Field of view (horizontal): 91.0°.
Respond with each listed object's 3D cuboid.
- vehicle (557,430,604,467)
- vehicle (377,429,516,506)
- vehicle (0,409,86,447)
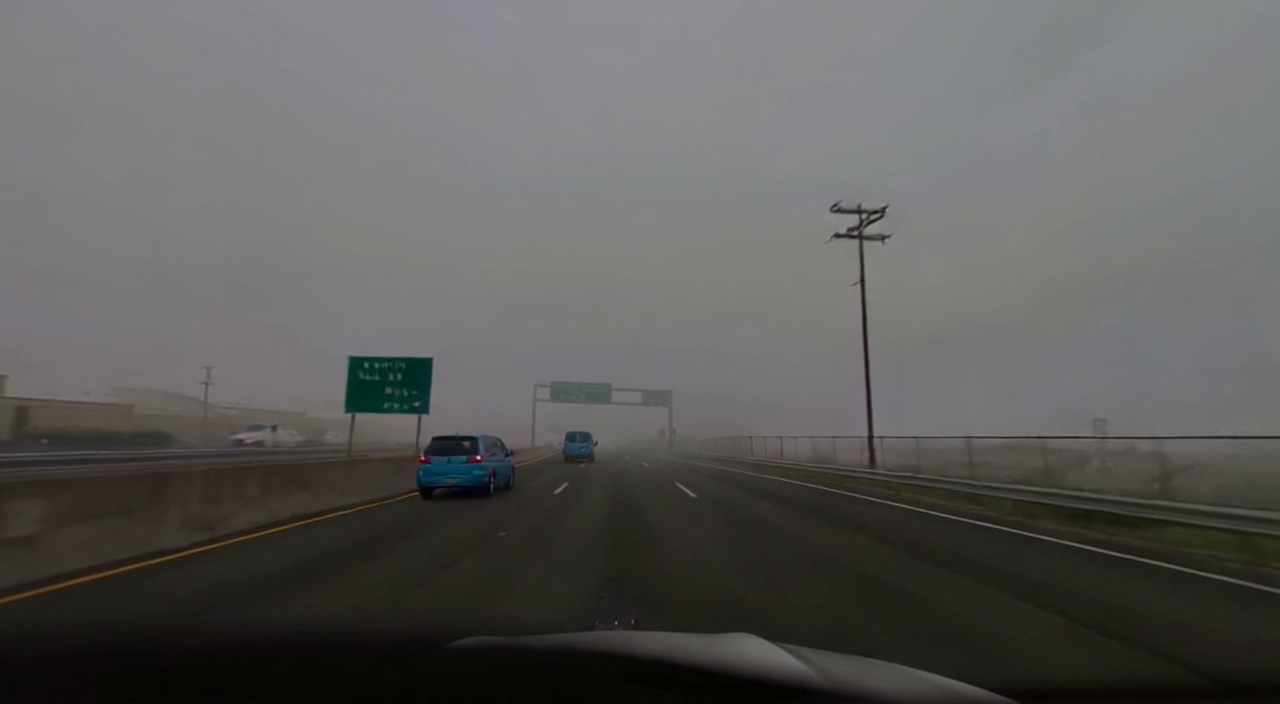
[{"bbox_3d":[-3.225,5.365,35.171,2.260,1.901,4.665,0,-8,-1],"label":"vehicle"},{"bbox_3d":[-4.369,2.656,14.968,2.045,1.547,4.162,0,-8,-1],"label":"vehicle"},{"bbox_3d":[-36.572,4.546,37.900,2.103,2.009,4.997,4,-7,-7],"label":"vehicle"}]
